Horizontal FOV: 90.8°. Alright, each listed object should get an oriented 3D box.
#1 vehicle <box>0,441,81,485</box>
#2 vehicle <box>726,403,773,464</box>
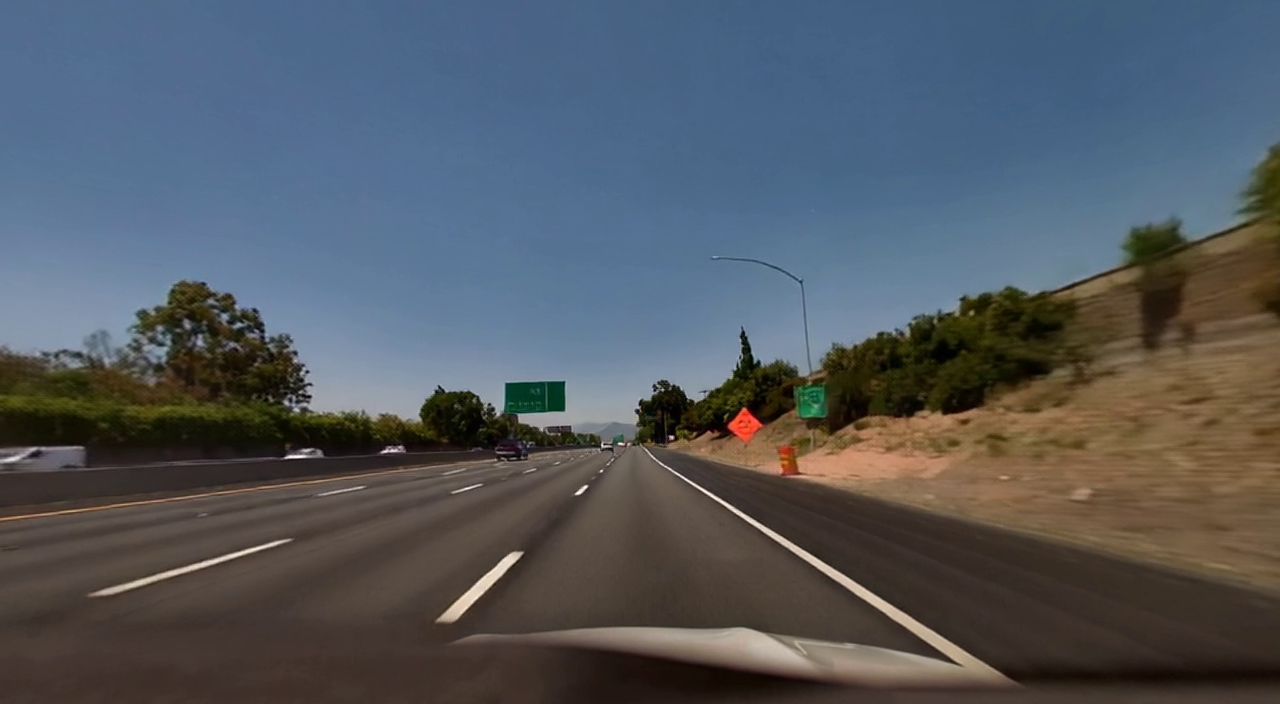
[{"bbox_3d":[-28.440,4.910,28.073,2.264,1.879,5.322,0,-8,-1],"label":"vehicle"},{"bbox_3d":[6.677,5.029,38.828,2.397,3.584,2.509,0,-8,1],"label":"vehicle"}]
